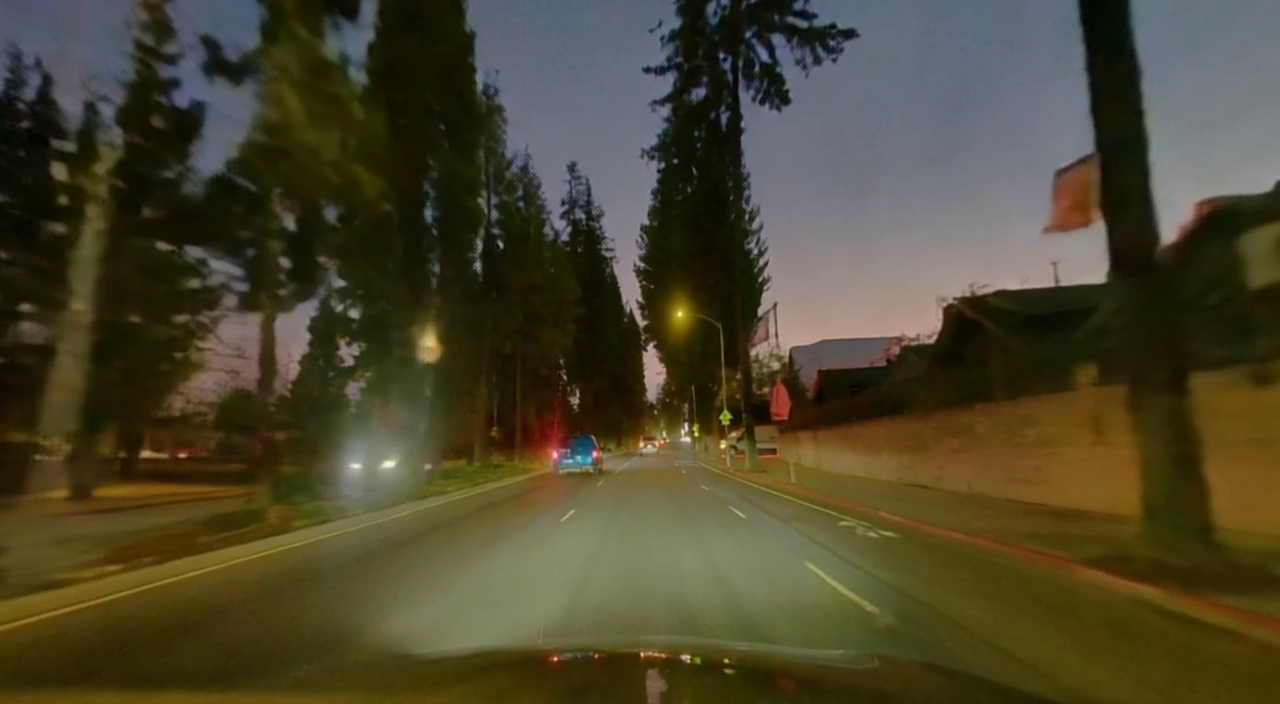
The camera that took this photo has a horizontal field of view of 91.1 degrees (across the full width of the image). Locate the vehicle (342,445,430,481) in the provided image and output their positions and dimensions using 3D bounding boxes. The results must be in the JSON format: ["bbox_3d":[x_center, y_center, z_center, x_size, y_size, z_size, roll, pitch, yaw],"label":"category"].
[{"bbox_3d":[-11.459,5.017,28.699,1.951,1.490,4.581,0,-8,2],"label":"vehicle"}]

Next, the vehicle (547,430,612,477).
[{"bbox_3d":[-2.544,4.448,27.781,2.281,1.837,4.845,0,-8,2],"label":"vehicle"}]
